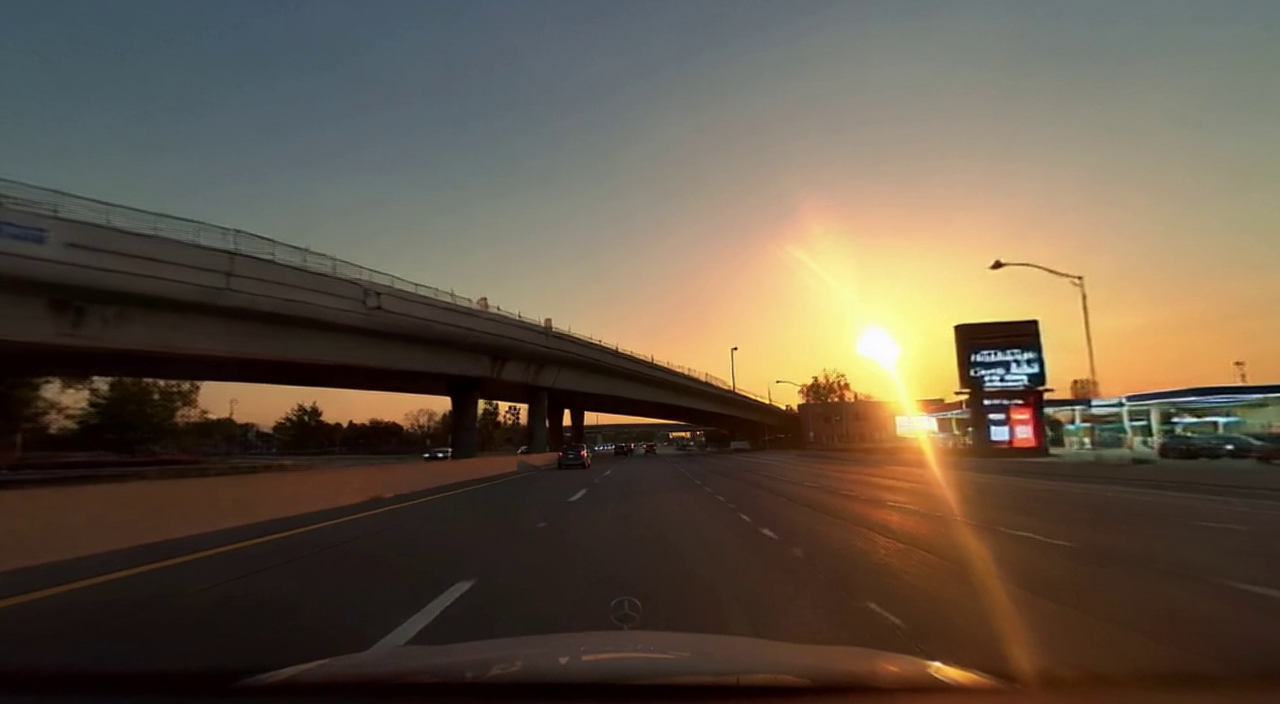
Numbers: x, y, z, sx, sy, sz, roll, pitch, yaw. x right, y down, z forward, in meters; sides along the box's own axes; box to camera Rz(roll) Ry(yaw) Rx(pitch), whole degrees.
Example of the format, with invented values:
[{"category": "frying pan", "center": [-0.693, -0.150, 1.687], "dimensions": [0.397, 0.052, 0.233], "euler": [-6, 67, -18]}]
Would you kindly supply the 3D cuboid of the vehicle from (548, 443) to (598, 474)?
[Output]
[{"category": "vehicle", "center": [-3.386, 5.498, 32.752], "dimensions": [2.114, 1.510, 4.186], "euler": [-1, -9, 1]}]
